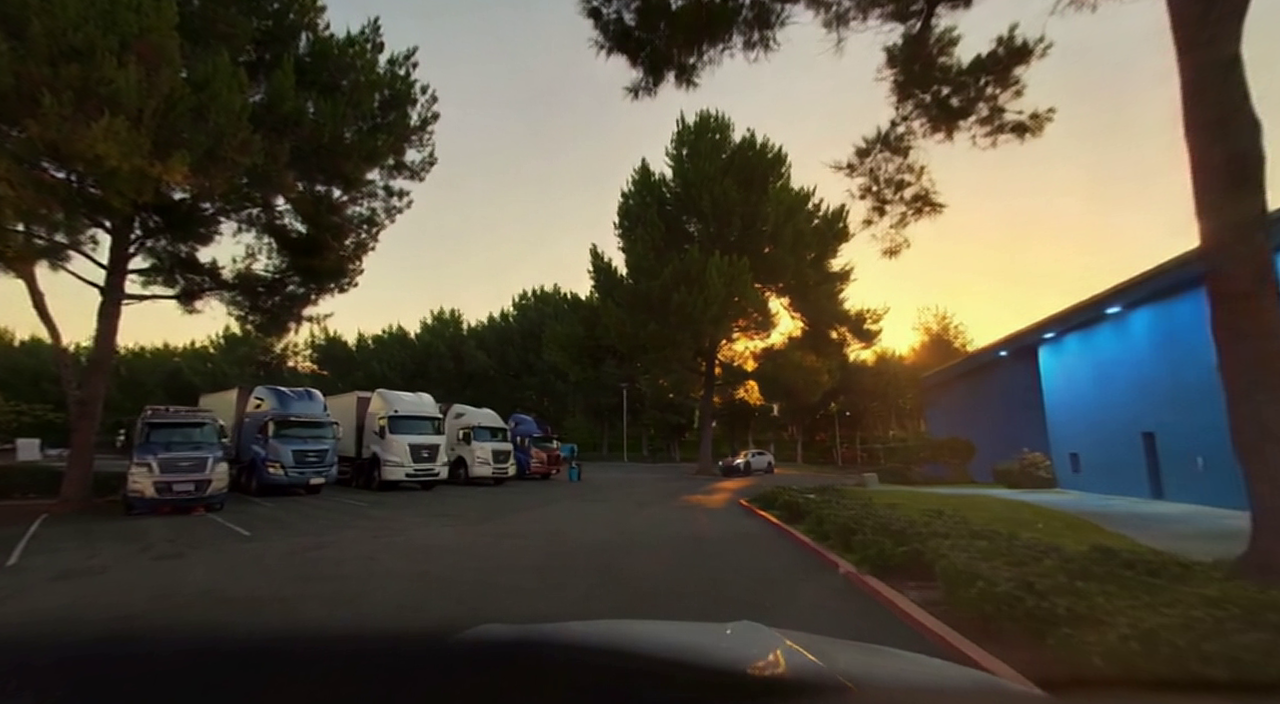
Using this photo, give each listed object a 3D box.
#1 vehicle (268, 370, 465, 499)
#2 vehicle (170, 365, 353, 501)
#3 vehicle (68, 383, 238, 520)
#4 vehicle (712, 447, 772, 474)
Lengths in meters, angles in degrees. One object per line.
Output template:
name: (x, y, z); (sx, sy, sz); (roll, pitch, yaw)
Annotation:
vehicle: (-11.387, 3.423, 25.191); (2.948, 4.069, 11.906); (8, -12, -44)
vehicle: (-14.325, 3.115, 23.184); (3.038, 3.871, 11.512); (8, -12, -43)
vehicle: (-13.887, 2.772, 17.675); (2.674, 3.007, 7.819); (8, -12, -43)
vehicle: (6.003, 6.309, 36.904); (1.809, 1.506, 3.473); (-8, -12, 42)
